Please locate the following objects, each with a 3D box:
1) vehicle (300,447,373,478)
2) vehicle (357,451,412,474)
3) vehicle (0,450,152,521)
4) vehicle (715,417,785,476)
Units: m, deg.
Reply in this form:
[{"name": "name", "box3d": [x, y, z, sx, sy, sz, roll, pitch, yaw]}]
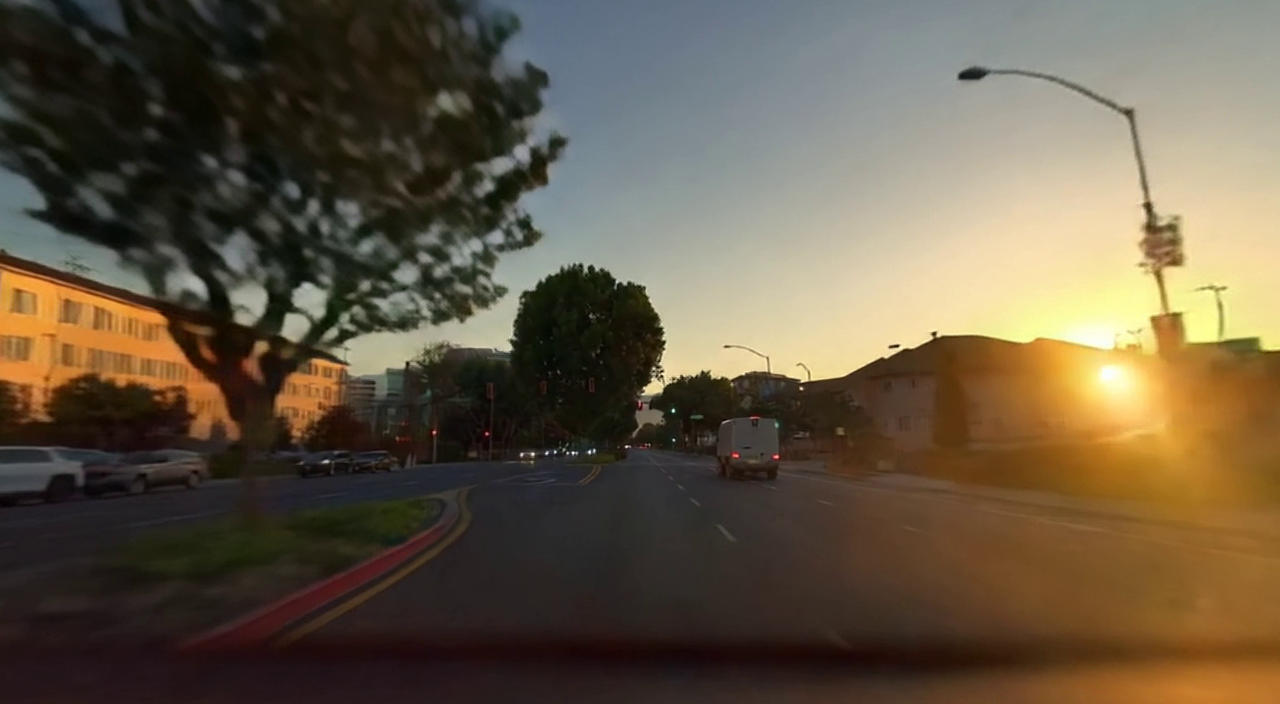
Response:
[{"name": "vehicle", "box3d": [-18.342, 6.707, 38.363, 2.097, 1.733, 4.527, 0, -9, 1]}, {"name": "vehicle", "box3d": [-18.218, 7.876, 45.125, 1.901, 1.513, 4.795, 0, -9, 0]}, {"name": "vehicle", "box3d": [-15.408, 3.373, 16.444, 1.917, 1.577, 3.995, 0, -9, 4]}, {"name": "vehicle", "box3d": [6.514, 5.774, 38.468, 2.802, 3.208, 7.459, 0, -9, -1]}]
